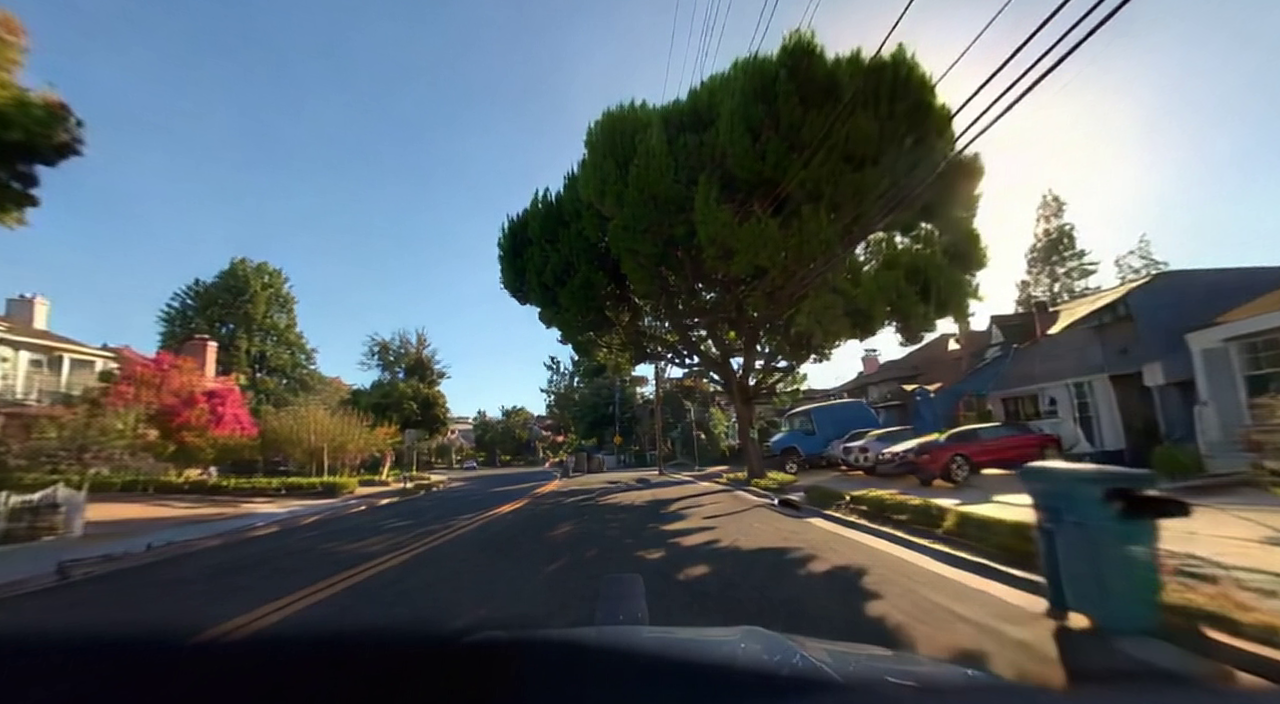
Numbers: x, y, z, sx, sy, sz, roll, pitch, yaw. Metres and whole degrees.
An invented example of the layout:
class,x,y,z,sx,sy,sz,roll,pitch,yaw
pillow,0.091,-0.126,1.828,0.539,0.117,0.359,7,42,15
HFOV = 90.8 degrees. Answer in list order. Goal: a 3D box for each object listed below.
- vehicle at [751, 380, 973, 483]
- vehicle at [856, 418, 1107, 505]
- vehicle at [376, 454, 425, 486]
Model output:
class,x,y,z,sx,sy,sz,roll,pitch,yaw
vehicle,8.082,2.943,23.524,7.115,3.010,2.378,-4,-8,-6
vehicle,7.471,2.425,14.191,4.412,1.565,1.957,-3,-9,-1
vehicle,-13.168,6.416,34.728,2.390,1.431,4.253,1,-8,-21
